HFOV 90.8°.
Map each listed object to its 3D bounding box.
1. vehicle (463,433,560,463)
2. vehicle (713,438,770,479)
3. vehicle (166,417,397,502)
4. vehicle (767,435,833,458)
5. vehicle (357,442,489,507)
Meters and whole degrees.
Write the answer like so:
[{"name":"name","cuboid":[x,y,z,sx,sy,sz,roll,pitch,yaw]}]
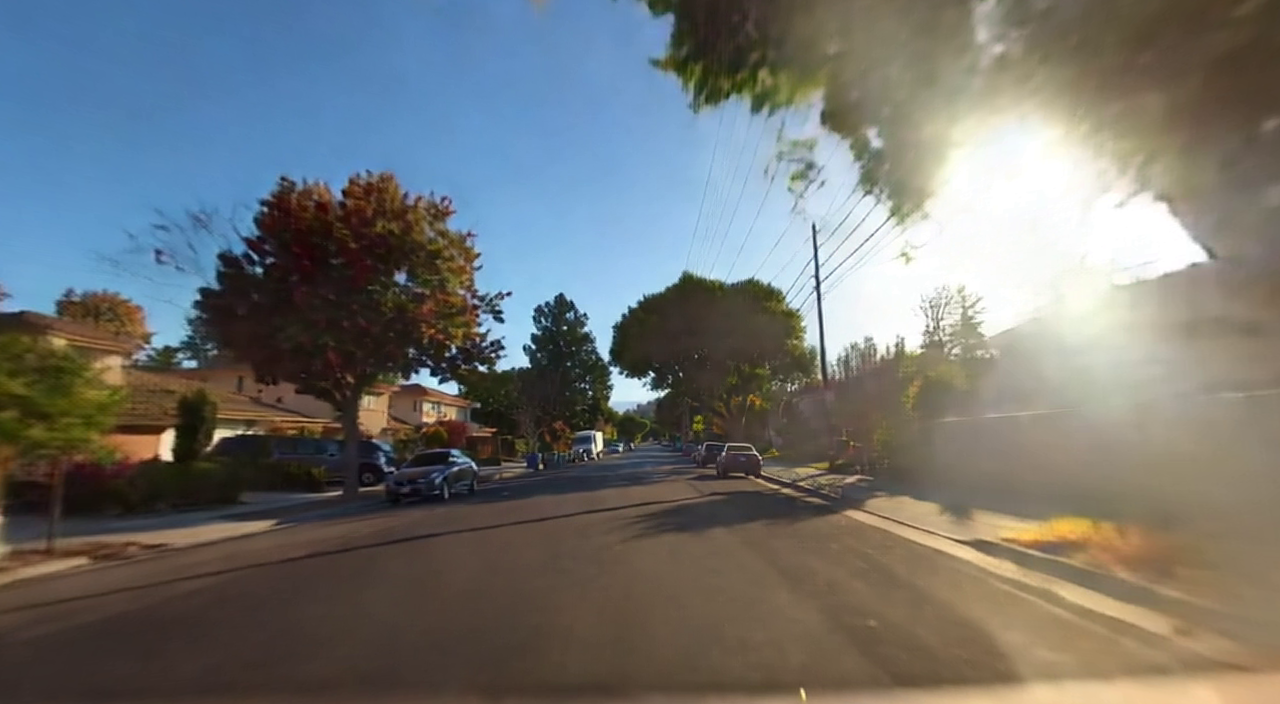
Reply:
[{"name":"vehicle","cuboid":[-9.435,7.086,46.806,6.540,2.079,2.565,0,-8,2]},{"name":"vehicle","cuboid":[4.016,4.256,25.538,1.903,1.500,4.057,0,-8,4]},{"name":"vehicle","cuboid":[-10.842,3.305,20.027,2.416,2.211,6.384,-2,-8,16]},{"name":"vehicle","cuboid":[12.212,7.256,48.575,4.530,1.736,2.144,0,-8,3]},{"name":"vehicle","cuboid":[-6.260,3.552,18.873,2.062,1.500,4.629,-3,-7,4]}]
